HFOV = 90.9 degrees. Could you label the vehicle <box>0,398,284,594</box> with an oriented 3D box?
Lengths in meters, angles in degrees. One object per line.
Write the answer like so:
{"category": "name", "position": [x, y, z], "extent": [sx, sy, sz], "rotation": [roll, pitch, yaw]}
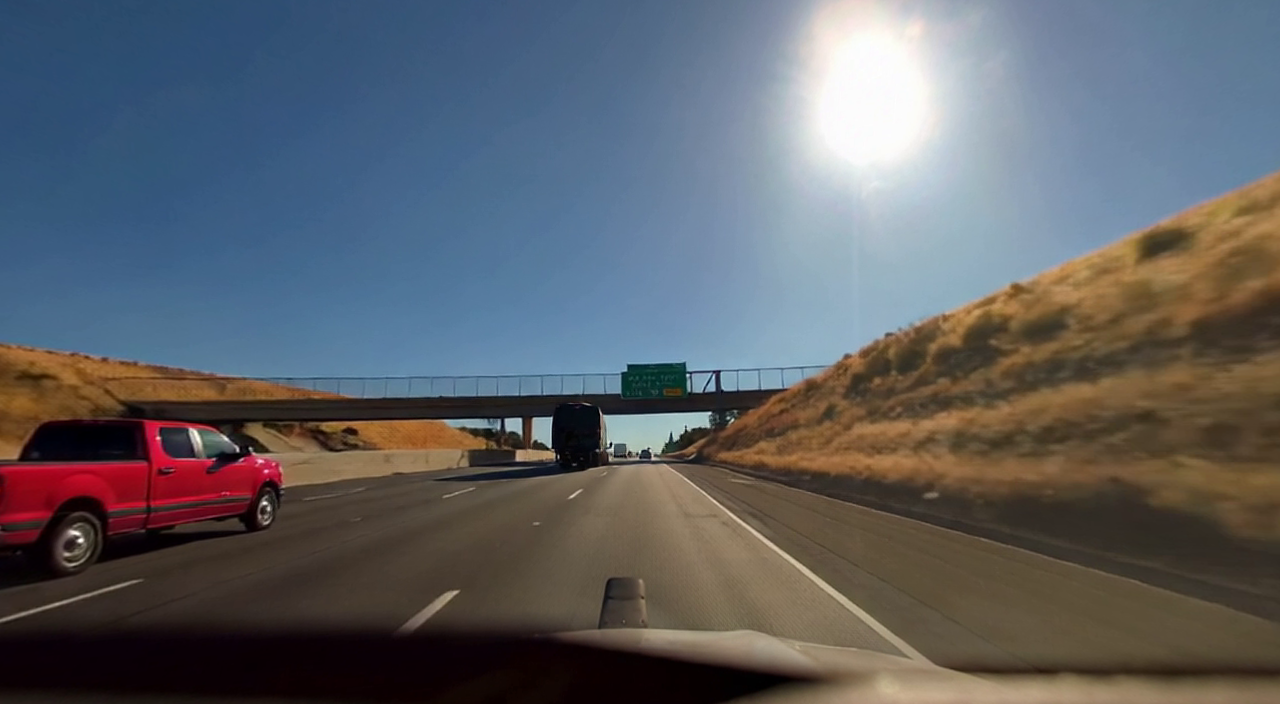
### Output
{"category": "vehicle", "position": [-7.252, 1.699, 8.198], "extent": [2.175, 1.860, 5.236], "rotation": [0, -8, 0]}

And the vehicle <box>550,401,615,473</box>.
{"category": "vehicle", "position": [-3.581, 5.932, 43.629], "extent": [2.893, 4.073, 15.281], "rotation": [0, -8, 0]}
